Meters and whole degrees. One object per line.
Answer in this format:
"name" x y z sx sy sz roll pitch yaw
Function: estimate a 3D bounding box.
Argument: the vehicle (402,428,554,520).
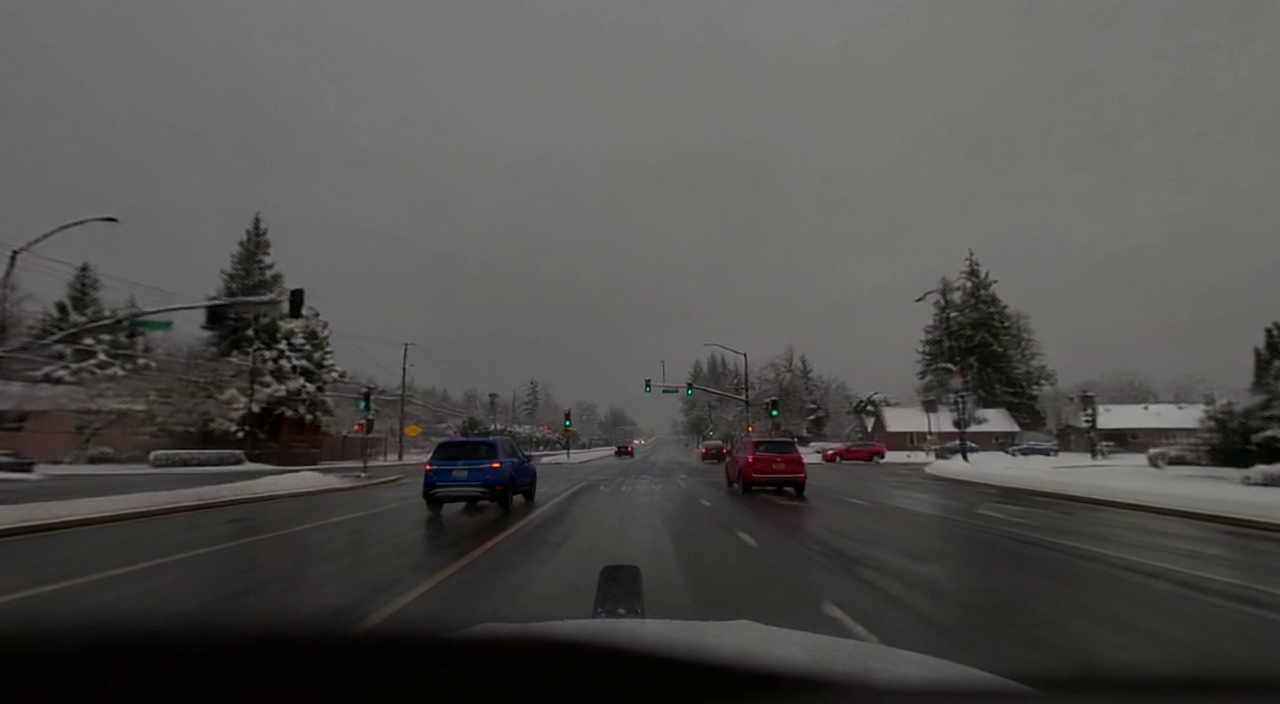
"vehicle" -3.338 2.616 14.117 2.045 1.688 4.632 -1 -9 2

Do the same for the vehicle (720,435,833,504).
"vehicle" 3.631 3.199 17.706 2.132 1.659 4.387 0 -9 -1
